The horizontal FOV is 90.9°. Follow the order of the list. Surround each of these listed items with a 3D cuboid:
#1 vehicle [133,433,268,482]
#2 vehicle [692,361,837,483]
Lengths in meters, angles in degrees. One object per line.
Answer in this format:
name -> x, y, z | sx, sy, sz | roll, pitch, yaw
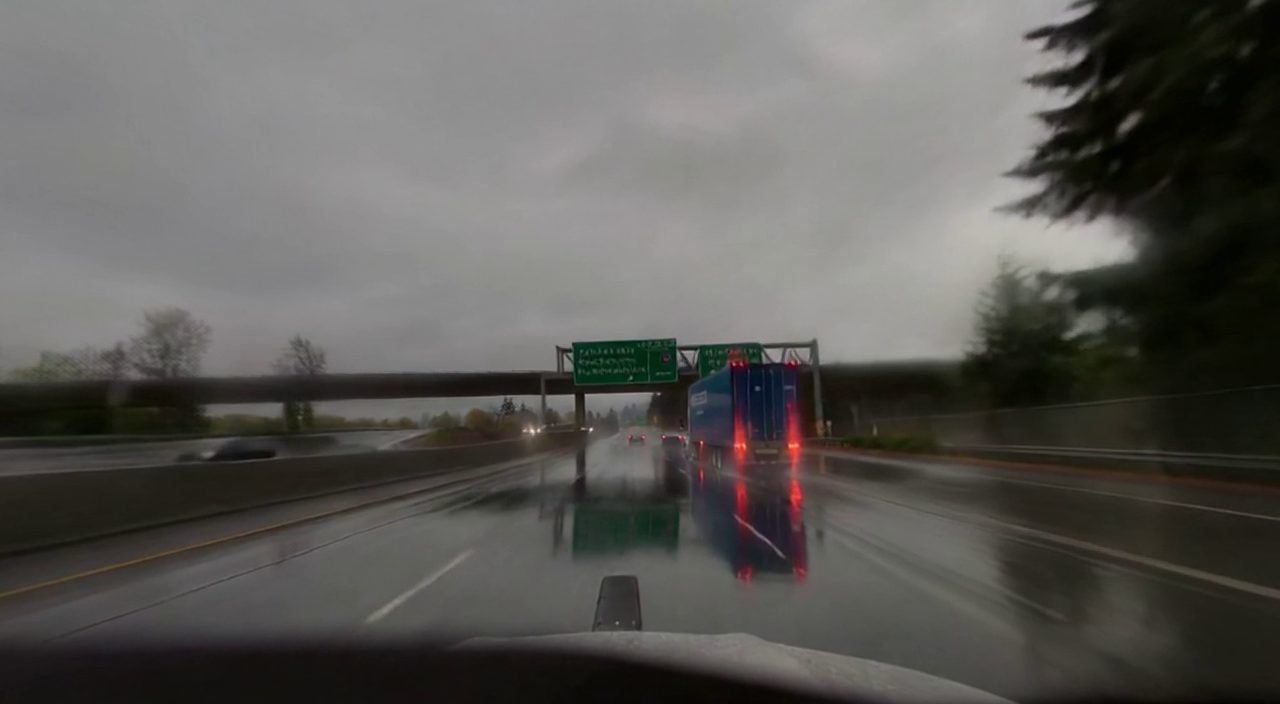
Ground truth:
vehicle -> -16.450, 3.928, 23.930 | 1.953, 1.661, 4.341 | 0, -8, 1
vehicle -> 3.924, 2.658, 23.128 | 2.849, 3.391, 11.018 | 0, -8, -1
